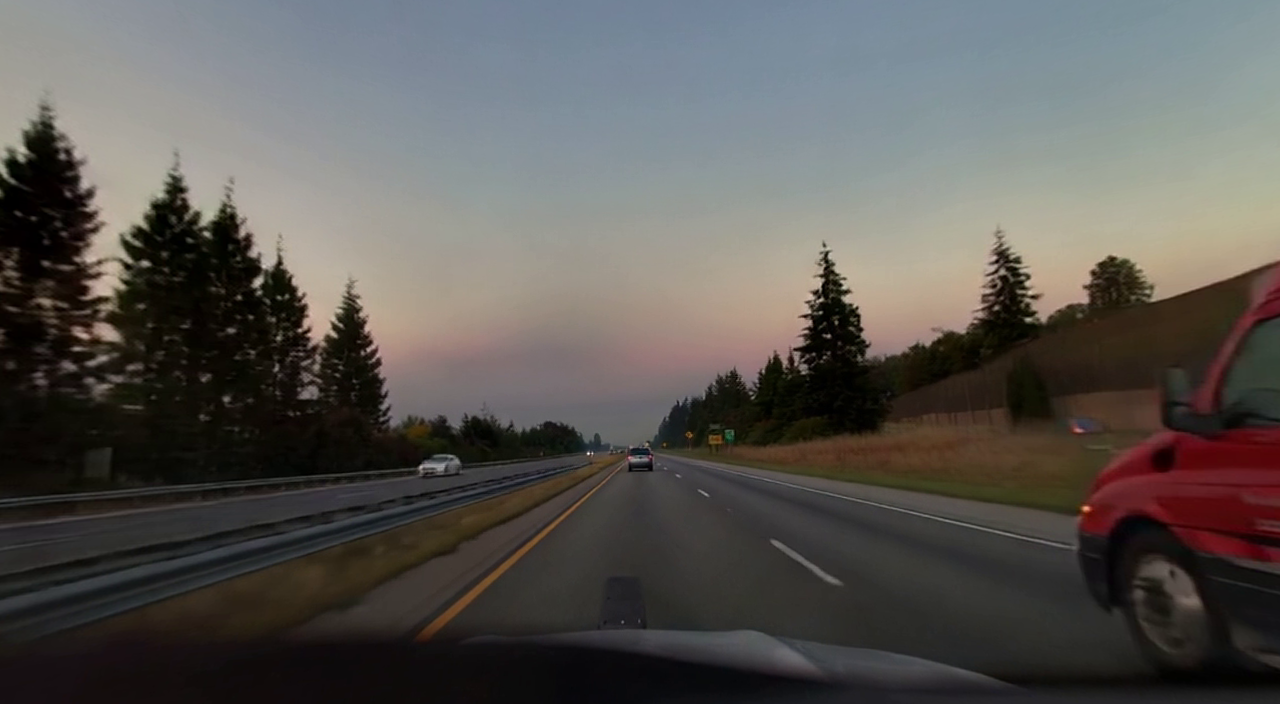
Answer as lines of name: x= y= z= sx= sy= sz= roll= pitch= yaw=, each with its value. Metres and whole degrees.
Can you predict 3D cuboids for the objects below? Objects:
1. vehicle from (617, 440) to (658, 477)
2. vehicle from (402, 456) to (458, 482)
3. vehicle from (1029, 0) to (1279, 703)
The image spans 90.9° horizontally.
vehicle: x=-0.146 y=5.878 z=34.905 sx=2.105 sy=1.865 sz=4.102 roll=0 pitch=-9 yaw=0
vehicle: x=-12.781 y=7.142 z=38.622 sx=1.954 sy=1.466 sz=4.106 roll=0 pitch=-9 yaw=0
vehicle: x=4.199 y=-0.369 z=1.279 sx=2.945 sy=3.903 sz=5.826 roll=0 pitch=-9 yaw=1
